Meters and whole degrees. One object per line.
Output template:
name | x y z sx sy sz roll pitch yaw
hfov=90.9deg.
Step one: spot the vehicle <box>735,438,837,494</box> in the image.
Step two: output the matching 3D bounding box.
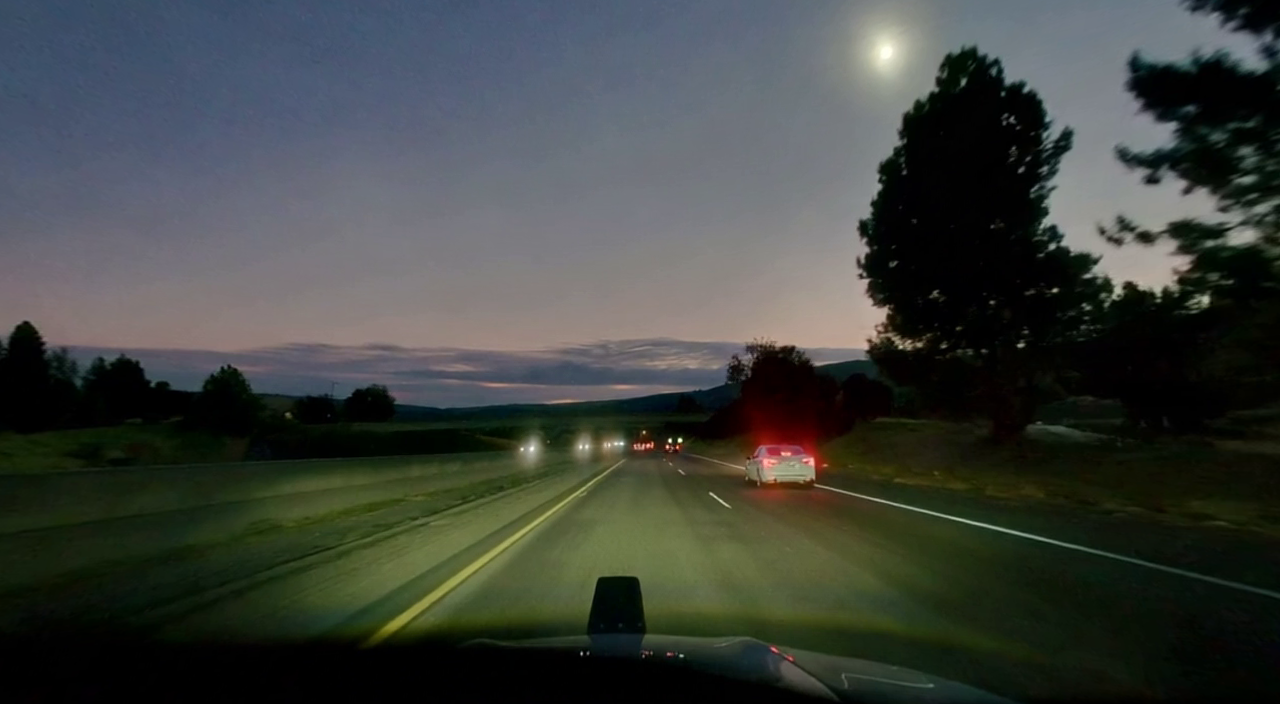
vehicle | 4.304 3.433 19.448 2.027 1.487 4.718 0 -8 0
